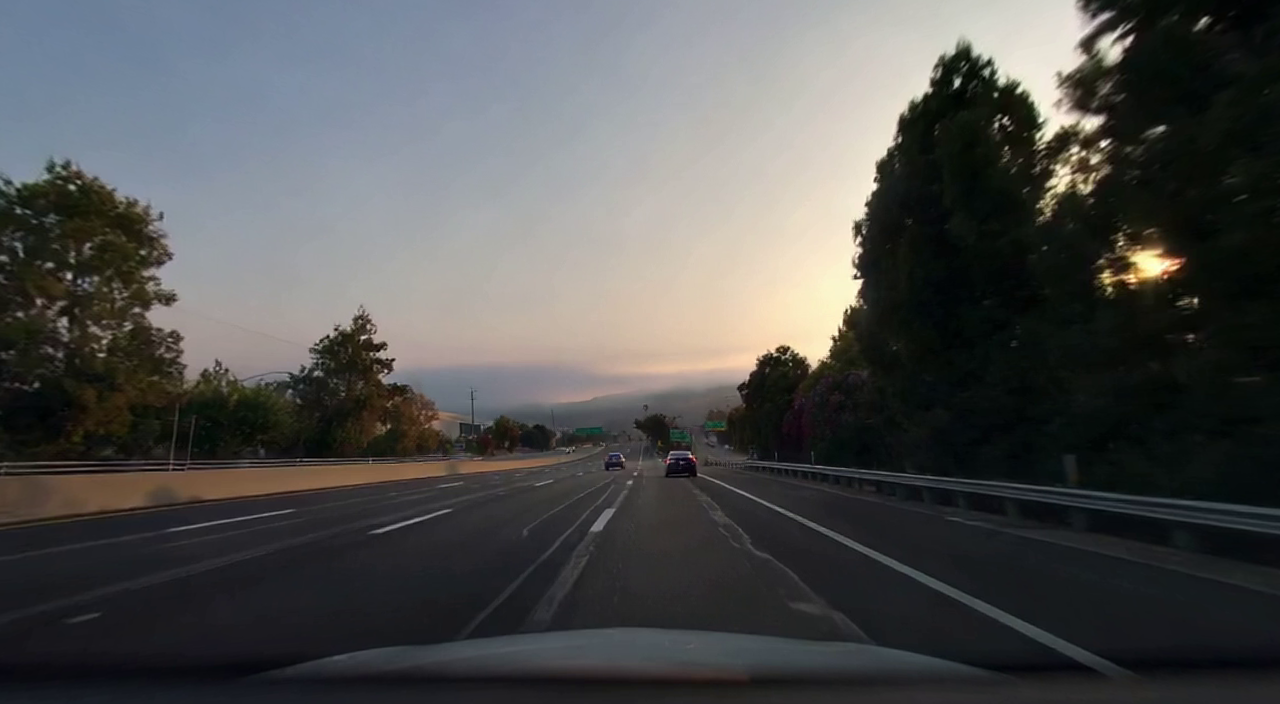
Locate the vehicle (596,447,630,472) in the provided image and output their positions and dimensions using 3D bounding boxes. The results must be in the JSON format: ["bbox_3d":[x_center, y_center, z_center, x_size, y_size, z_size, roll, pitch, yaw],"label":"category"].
[{"bbox_3d":[-1.881,7.636,45.247,2.127,1.692,4.382,0,-9,2],"label":"vehicle"}]

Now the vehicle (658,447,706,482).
[{"bbox_3d":[1.931,5.333,30.317,2.029,1.528,4.644,0,-8,0],"label":"vehicle"}]
